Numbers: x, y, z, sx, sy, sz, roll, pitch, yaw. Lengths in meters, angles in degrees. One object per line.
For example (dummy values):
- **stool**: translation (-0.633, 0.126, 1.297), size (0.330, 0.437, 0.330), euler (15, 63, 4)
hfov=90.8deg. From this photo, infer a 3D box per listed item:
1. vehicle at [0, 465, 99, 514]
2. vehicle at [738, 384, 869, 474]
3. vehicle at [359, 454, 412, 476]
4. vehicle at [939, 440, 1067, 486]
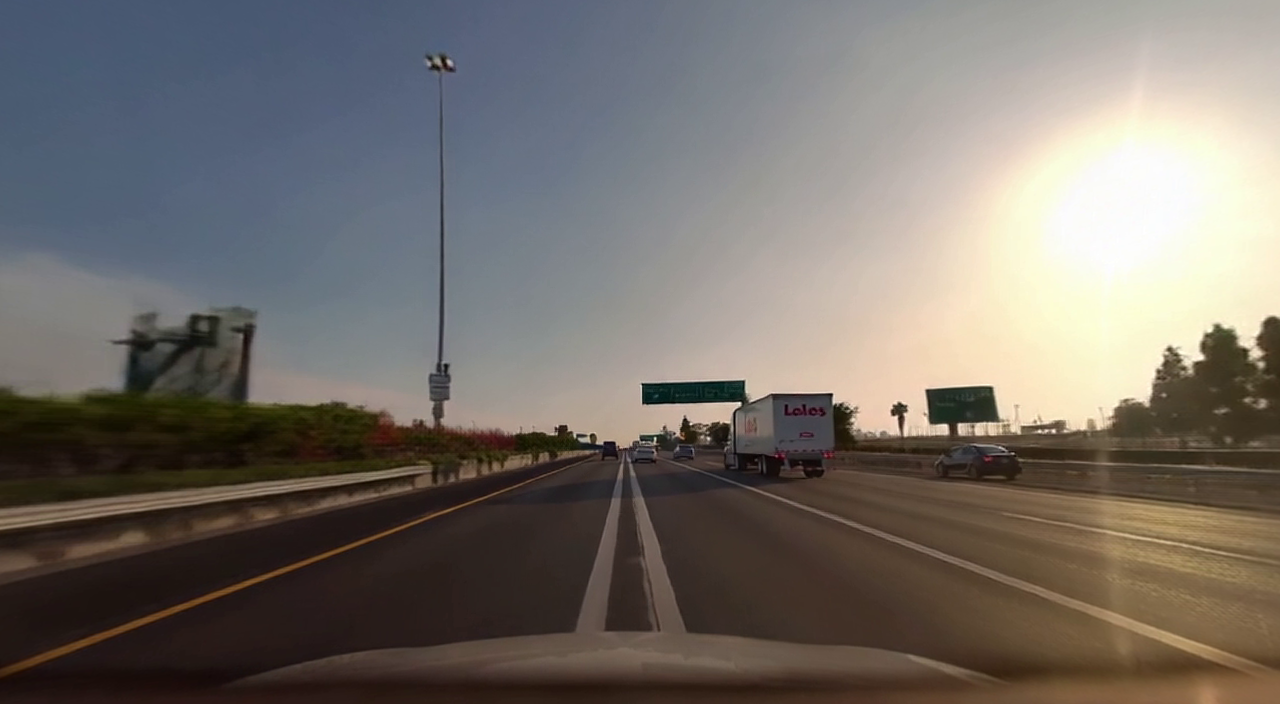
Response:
- **vehicle**: translation (-21.623, 4.717, 21.897), size (1.794, 1.459, 4.460), euler (0, -9, -1)
- **vehicle**: translation (8.855, 4.800, 37.615), size (2.892, 4.128, 16.495), euler (0, -9, -2)
- **vehicle**: translation (-18.245, 8.105, 45.526), size (1.875, 1.482, 4.640), euler (0, -9, 0)
- **vehicle**: translation (12.825, 3.945, 22.728), size (1.862, 1.462, 4.459), euler (0, -9, -2)
